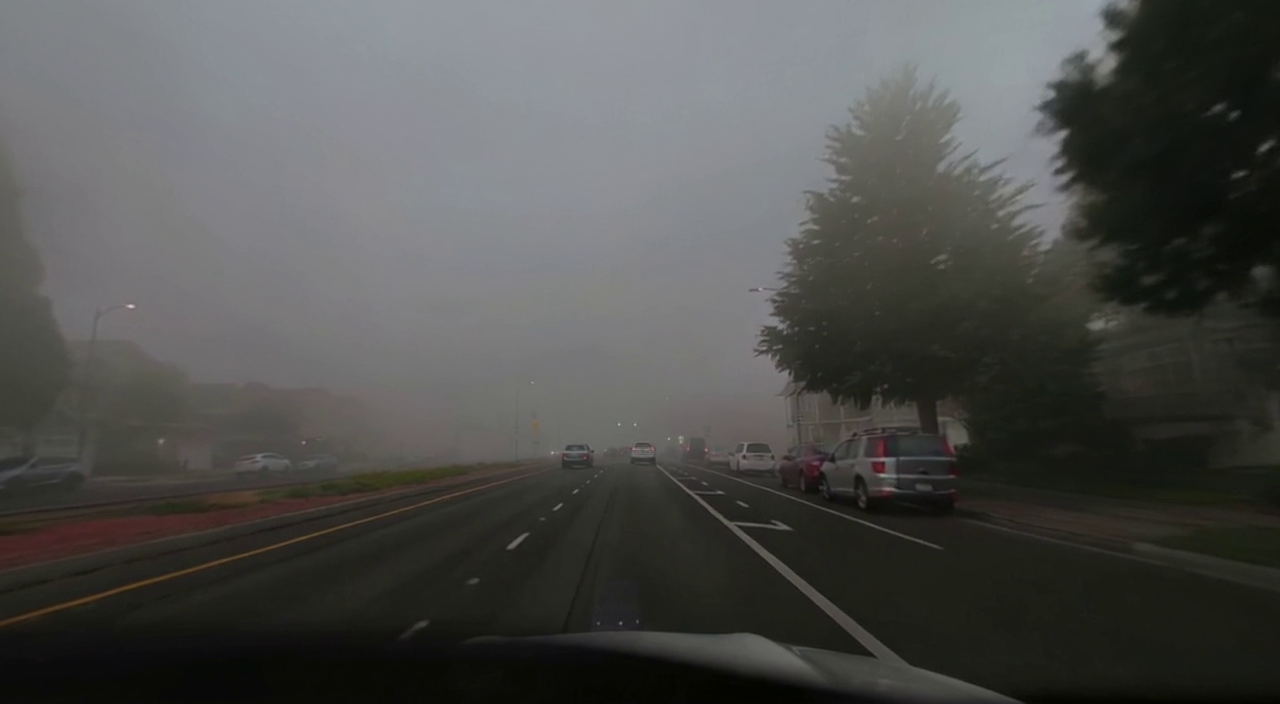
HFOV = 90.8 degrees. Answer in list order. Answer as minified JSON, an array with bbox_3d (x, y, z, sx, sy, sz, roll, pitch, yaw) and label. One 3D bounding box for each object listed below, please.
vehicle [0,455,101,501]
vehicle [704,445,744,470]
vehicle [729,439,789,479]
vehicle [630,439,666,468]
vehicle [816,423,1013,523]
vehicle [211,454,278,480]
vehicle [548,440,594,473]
[{"bbox_3d":[-25.860,5.262,26.616,2.018,1.721,4.735,-1,-9,2],"label":"vehicle"},{"bbox_3d":[5.479,6.942,41.708,1.910,1.520,4.375,0,-9,-2],"label":"vehicle"},{"bbox_3d":[5.601,5.100,30.338,2.020,1.762,4.559,0,-9,1],"label":"vehicle"},{"bbox_3d":[0.482,6.876,42.843,2.273,1.851,5.075,0,-9,-1],"label":"vehicle"},{"bbox_3d":[5.726,2.589,14.067,2.154,1.824,4.782,0,-9,-1],"label":"vehicle"},{"bbox_3d":[-26.113,7.558,41.869,1.855,1.552,4.092,0,-9,-1],"label":"vehicle"},{"bbox_3d":[-3.995,6.124,37.276,2.233,1.775,4.491,0,-9,0],"label":"vehicle"}]
